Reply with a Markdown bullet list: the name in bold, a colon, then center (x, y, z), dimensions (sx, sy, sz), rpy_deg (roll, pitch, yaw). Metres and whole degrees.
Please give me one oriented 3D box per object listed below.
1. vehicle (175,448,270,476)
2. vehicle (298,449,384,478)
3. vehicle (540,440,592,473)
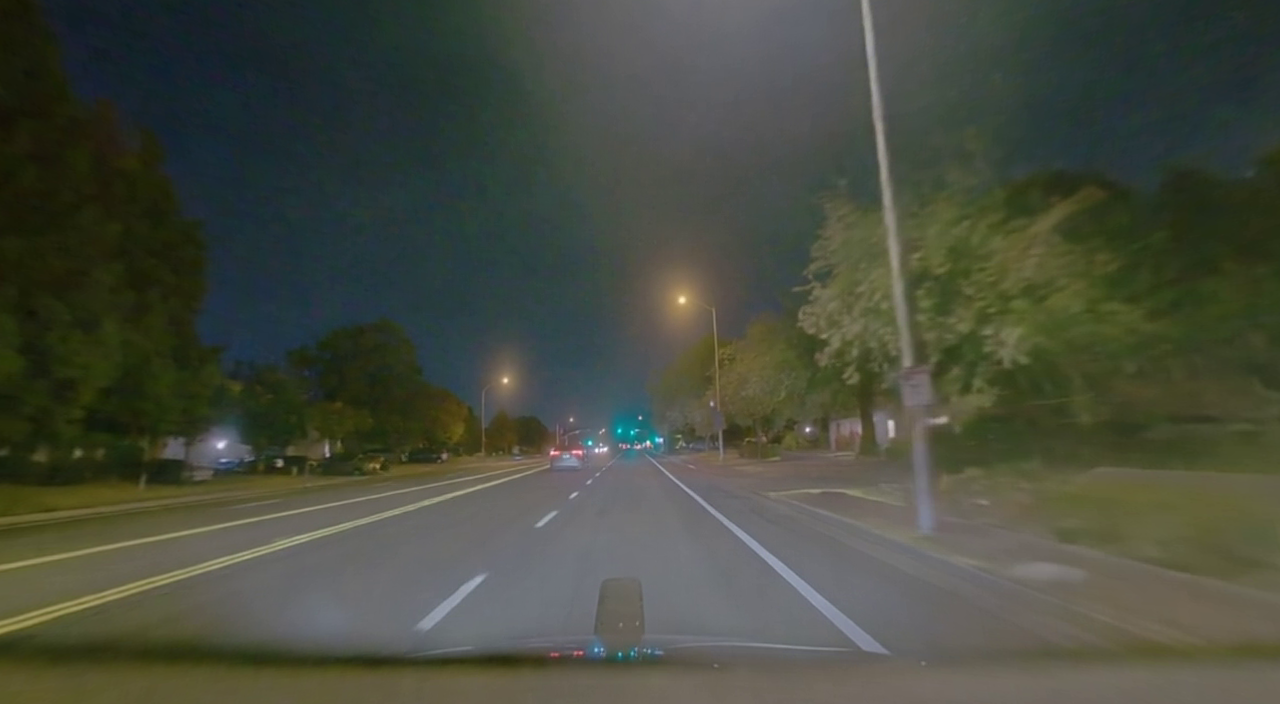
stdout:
- **vehicle**: center (-27.923, 7.385, 42.376), dimensions (4.945, 1.781, 2.046), rpy_deg (-1, -8, 2)
- **vehicle**: center (-19.901, 7.416, 42.176), dimensions (4.802, 1.511, 1.866), rpy_deg (-3, -7, -5)
- **vehicle**: center (-3.488, 5.027, 30.573), dimensions (2.030, 1.467, 4.251), rpy_deg (0, -8, -1)
